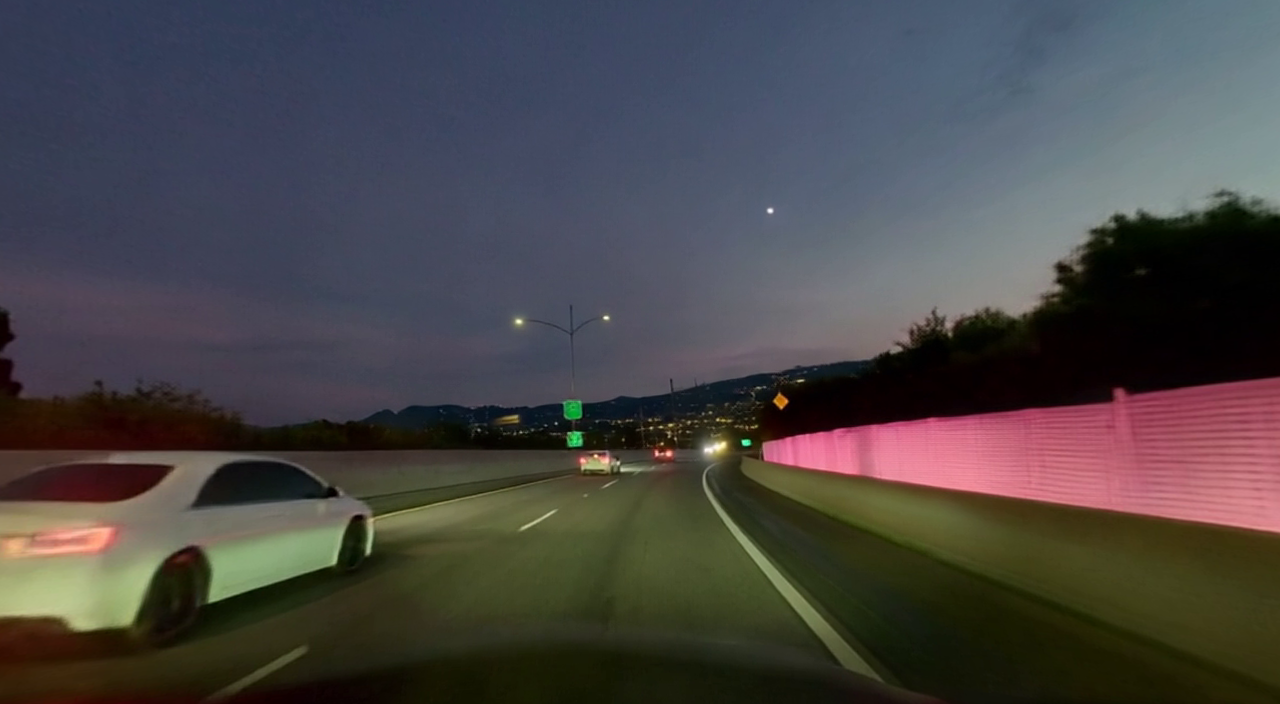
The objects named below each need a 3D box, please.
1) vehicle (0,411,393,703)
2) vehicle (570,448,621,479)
[{"bbox_3d":[-3.665,1.311,4.788,1.884,1.469,3.959,0,-9,1],"label":"vehicle"},{"bbox_3d":[-2.121,5.472,31.333,1.746,1.405,4.339,-1,-9,6],"label":"vehicle"}]
